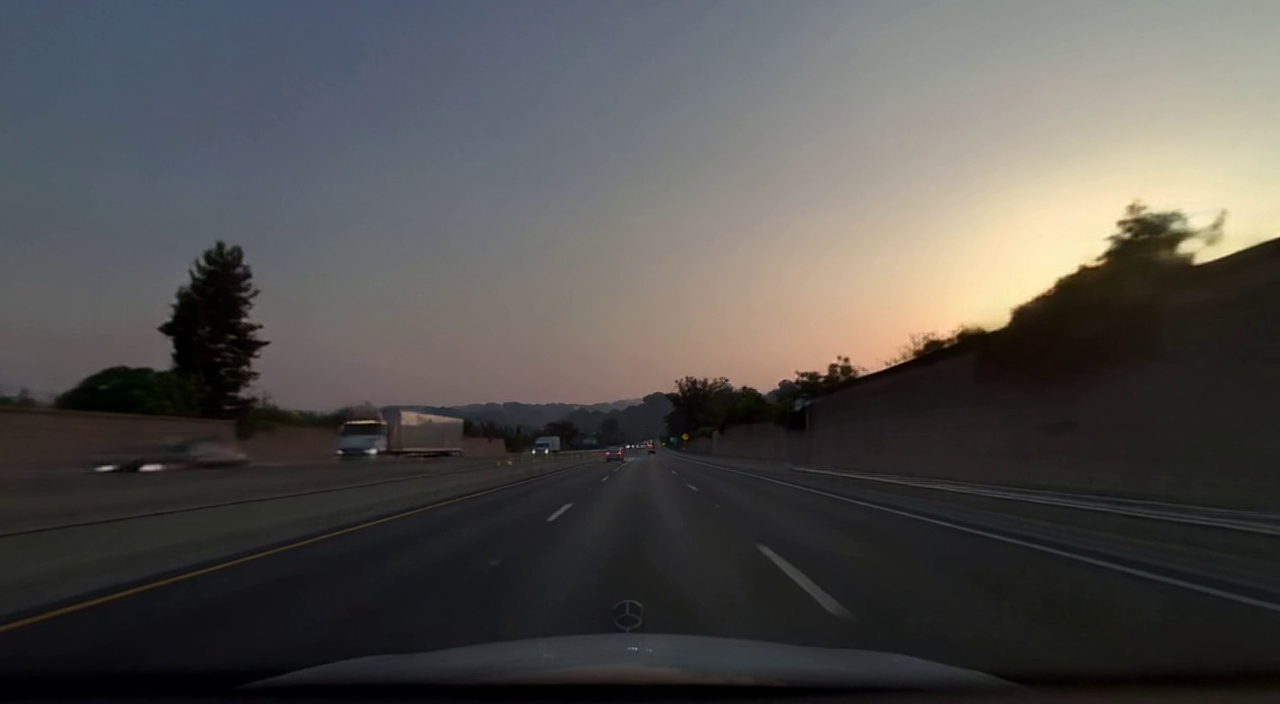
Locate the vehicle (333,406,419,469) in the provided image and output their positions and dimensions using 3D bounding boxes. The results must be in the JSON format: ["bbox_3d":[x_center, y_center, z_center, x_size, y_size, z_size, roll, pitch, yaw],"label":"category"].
[{"bbox_3d":[-17.667,5.851,42.698,2.962,3.939,6.060,0,-9,2],"label":"vehicle"}]

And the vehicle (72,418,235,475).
[{"bbox_3d":[-14.789,2.935,19.505,1.753,1.556,4.053,0,-9,1],"label":"vehicle"}]
